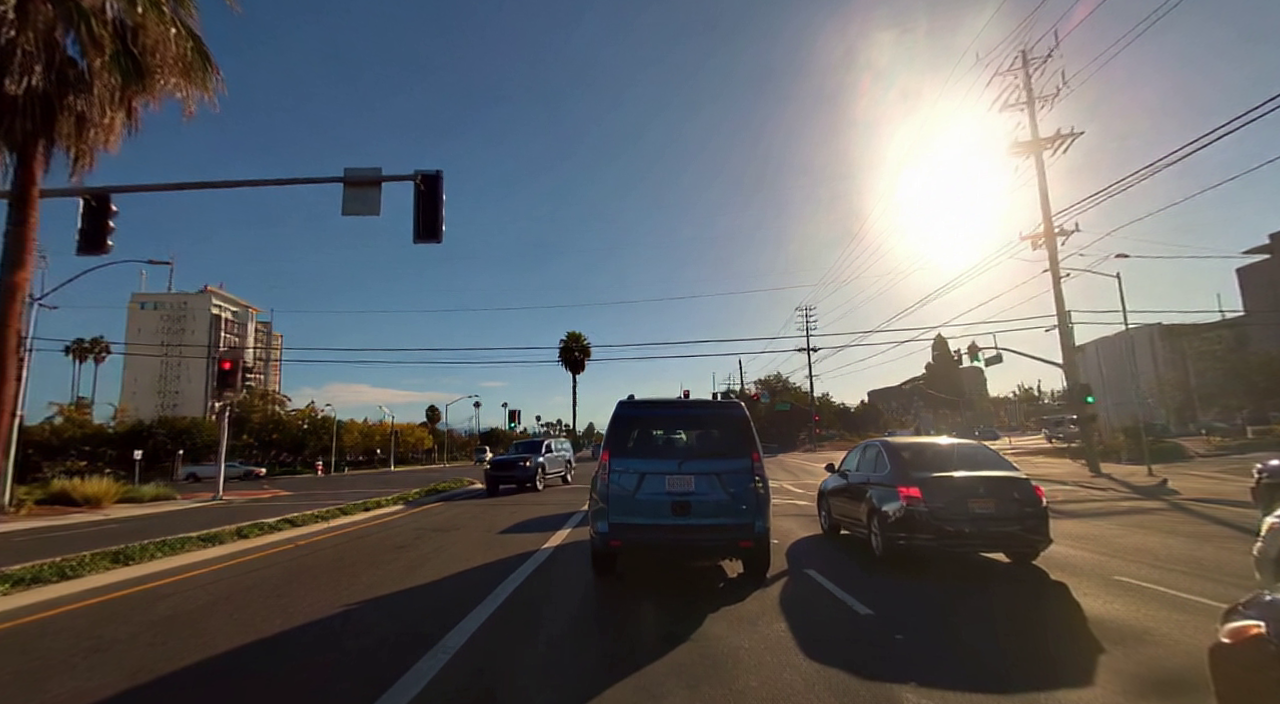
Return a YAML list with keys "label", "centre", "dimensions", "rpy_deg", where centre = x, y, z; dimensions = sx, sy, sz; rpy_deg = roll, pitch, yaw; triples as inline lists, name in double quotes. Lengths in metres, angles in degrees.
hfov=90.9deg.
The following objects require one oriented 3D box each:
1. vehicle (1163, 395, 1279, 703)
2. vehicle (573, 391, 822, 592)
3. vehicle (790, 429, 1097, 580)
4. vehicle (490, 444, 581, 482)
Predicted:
- label: "vehicle"
  centre: [3.359, 0.656, 0.715]
  dimensions: [1.805, 1.485, 4.348]
  rpy_deg: [0, -9, 1]
- label: "vehicle"
  centre: [0.453, 1.573, 7.867]
  dimensions: [2.228, 1.780, 4.269]
  rpy_deg: [0, -9, -2]
- label: "vehicle"
  centre: [3.498, 1.824, 8.371]
  dimensions: [1.895, 1.456, 4.255]
  rpy_deg: [0, -9, -1]
- label: "vehicle"
  centre: [-4.926, 5.116, 29.372]
  dimensions: [4.415, 1.628, 1.964]
  rpy_deg: [-9, -12, 44]
